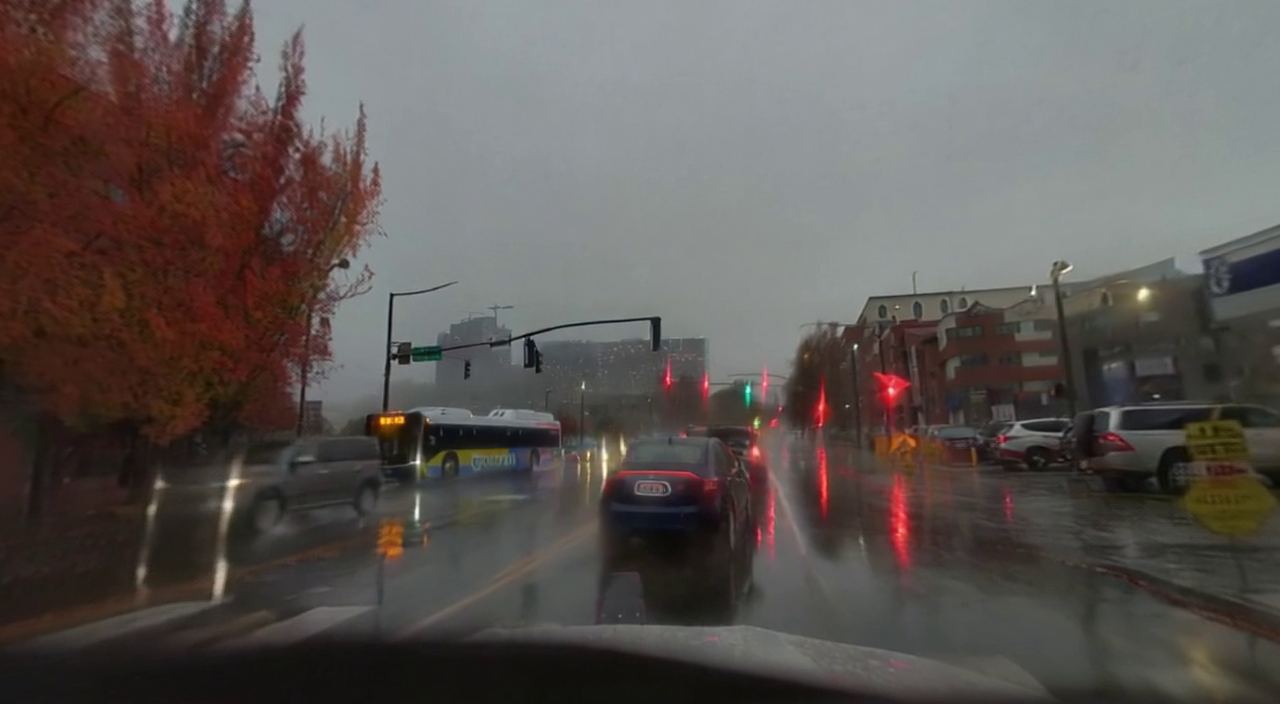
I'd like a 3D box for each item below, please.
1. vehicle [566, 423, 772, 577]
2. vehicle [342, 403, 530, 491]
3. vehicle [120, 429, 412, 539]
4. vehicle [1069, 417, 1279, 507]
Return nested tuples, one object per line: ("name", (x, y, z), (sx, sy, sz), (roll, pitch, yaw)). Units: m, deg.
("vehicle", (0.668, 1.809, 8.463), (2.092, 1.507, 4.078), (-2, -9, 12))
("vehicle", (-8.652, 4.427, 29.101), (3.189, 3.205, 11.526), (-2, -9, 10))
("vehicle", (-7.075, 2.538, 12.823), (2.147, 1.741, 5.239), (-2, -9, 10))
("vehicle", (11.416, 2.016, 11.839), (4.894, 1.451, 2.089), (-5, -10, 11))
